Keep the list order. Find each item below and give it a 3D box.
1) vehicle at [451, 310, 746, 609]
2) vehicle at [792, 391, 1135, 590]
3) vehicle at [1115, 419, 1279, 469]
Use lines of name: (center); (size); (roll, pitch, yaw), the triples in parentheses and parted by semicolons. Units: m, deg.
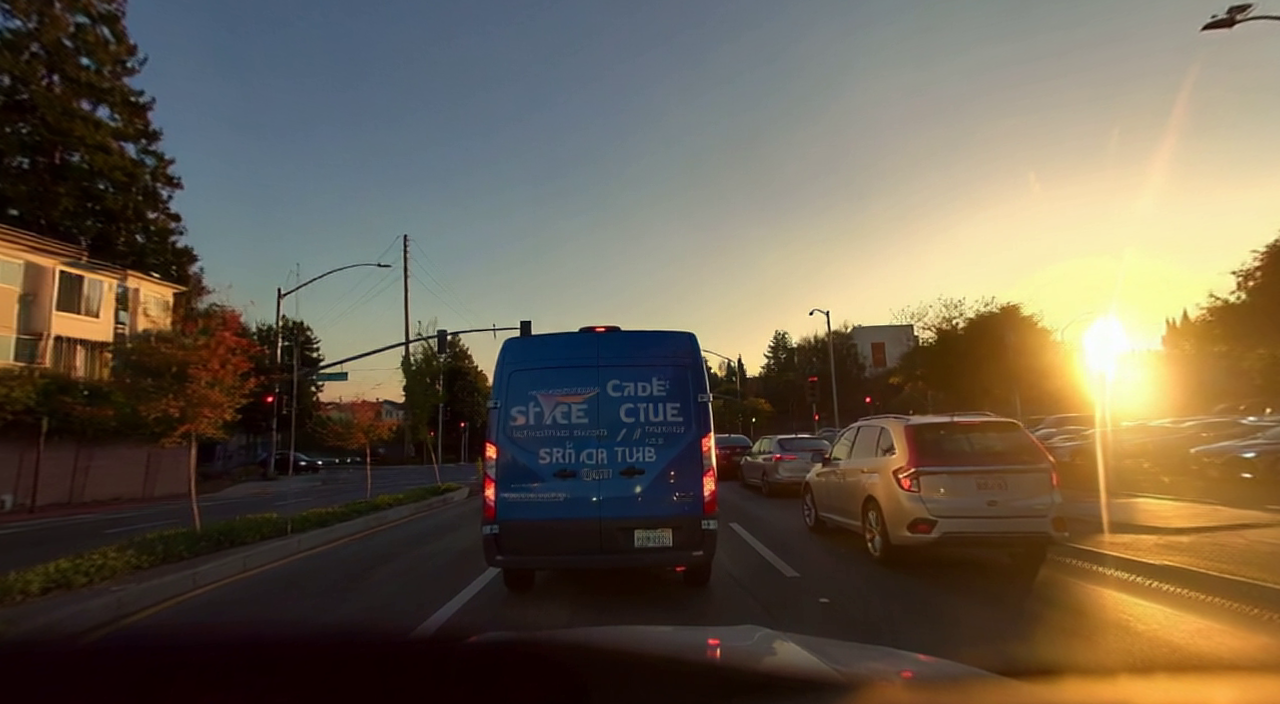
vehicle: (-0.313, 1.239, 7.807); (2.422, 2.488, 4.992); (0, -8, 1)
vehicle: (3.420, 1.555, 7.854); (1.965, 1.771, 4.295); (0, -8, 0)
vehicle: (17.186, 2.831, 19.449); (3.491, 1.443, 1.837); (0, -8, 0)
